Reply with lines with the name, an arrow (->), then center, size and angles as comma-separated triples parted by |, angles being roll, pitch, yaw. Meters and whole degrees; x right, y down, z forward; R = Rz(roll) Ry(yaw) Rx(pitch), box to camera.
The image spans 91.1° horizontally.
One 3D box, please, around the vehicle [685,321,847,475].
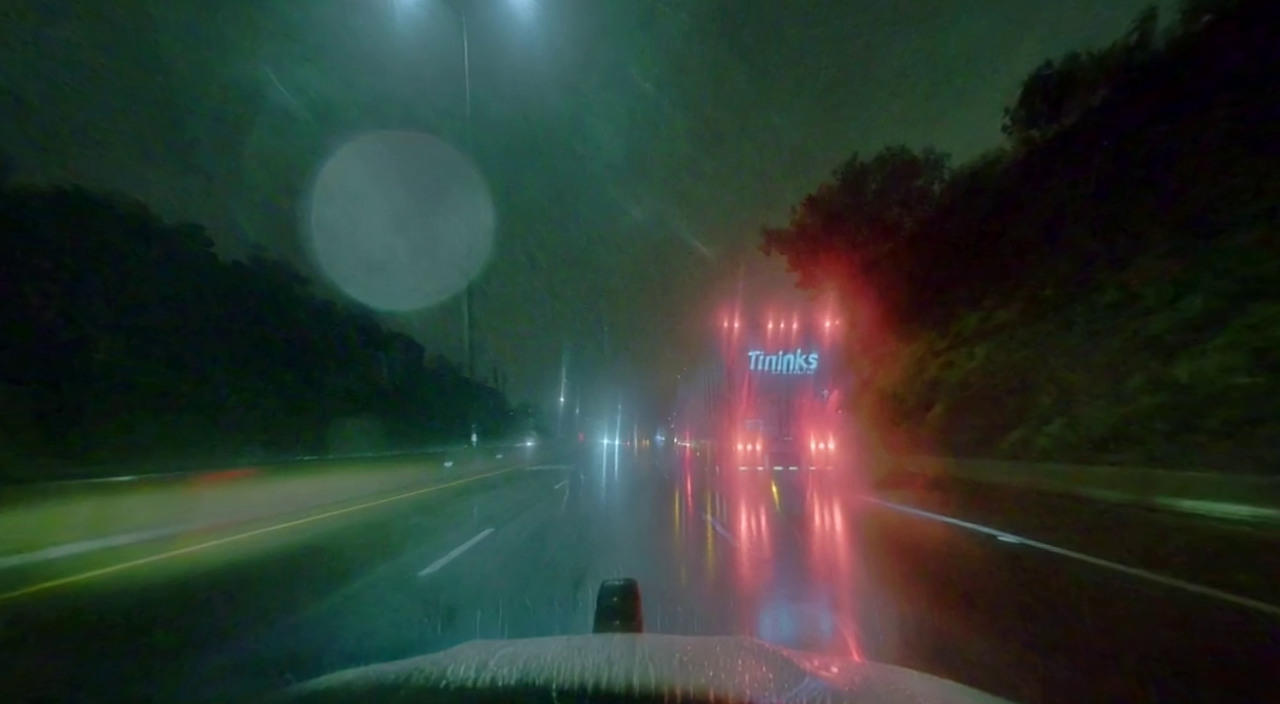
vehicle -> 3.673, 1.989, 22.904 | 2.850, 3.894, 13.987 | 0, -7, -1
